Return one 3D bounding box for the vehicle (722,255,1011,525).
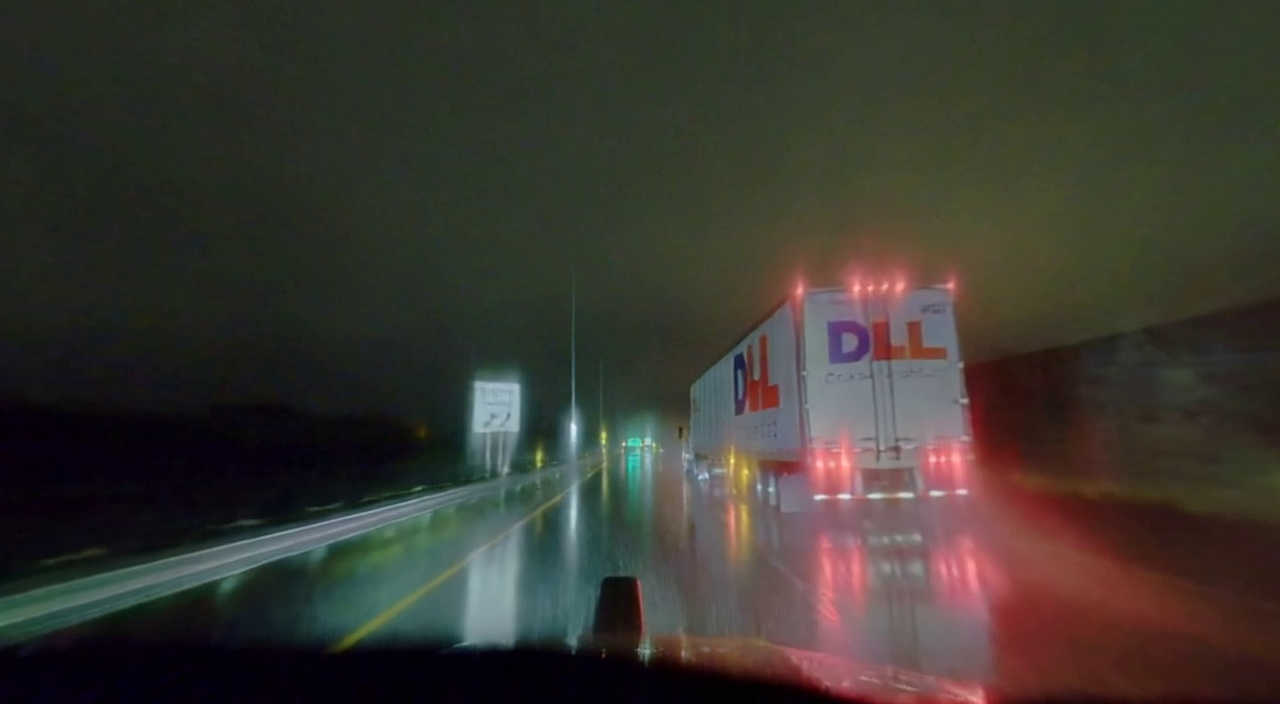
[{"bbox_3d":[3.879,1.128,13.482,2.879,4.075,8.126,0,-9,-2],"label":"vehicle"}]
